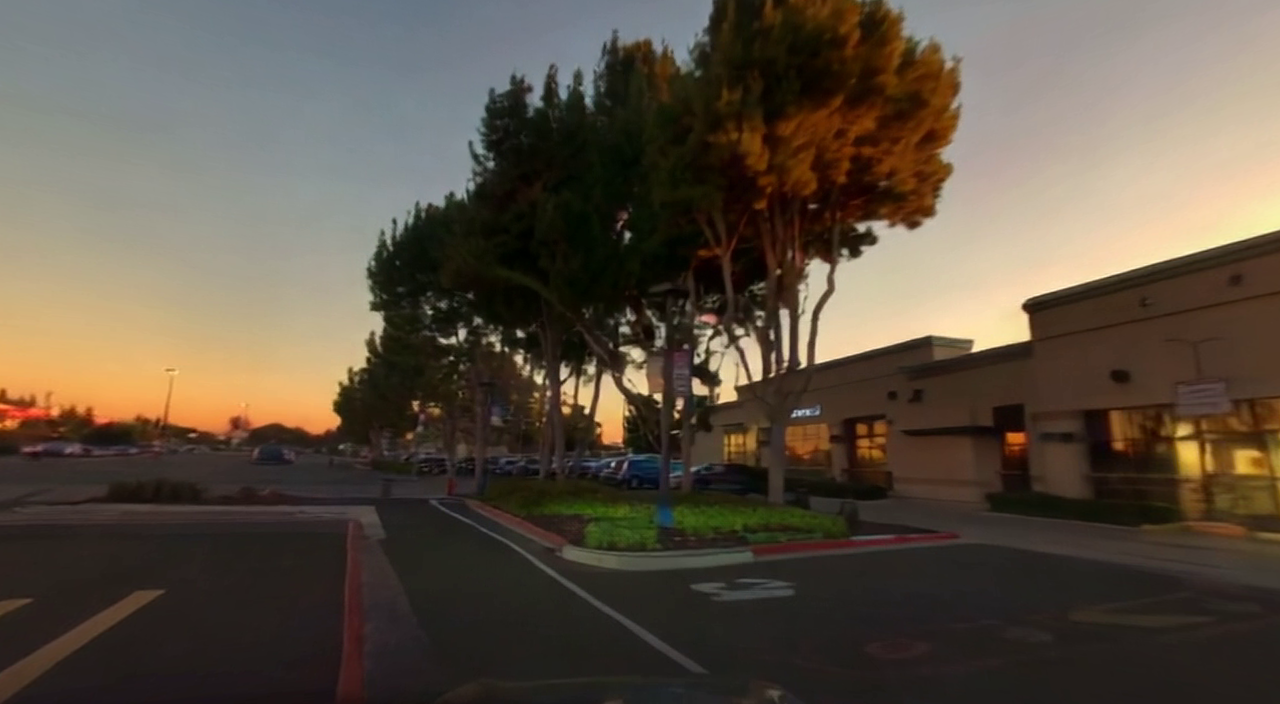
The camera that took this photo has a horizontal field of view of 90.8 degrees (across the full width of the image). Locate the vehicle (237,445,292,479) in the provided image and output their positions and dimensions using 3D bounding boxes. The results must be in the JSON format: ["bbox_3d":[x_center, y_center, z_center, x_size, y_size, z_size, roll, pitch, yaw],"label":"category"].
[{"bbox_3d":[-21.748,6.357,36.765,2.180,1.806,4.541,4,-9,-24],"label":"vehicle"}]
